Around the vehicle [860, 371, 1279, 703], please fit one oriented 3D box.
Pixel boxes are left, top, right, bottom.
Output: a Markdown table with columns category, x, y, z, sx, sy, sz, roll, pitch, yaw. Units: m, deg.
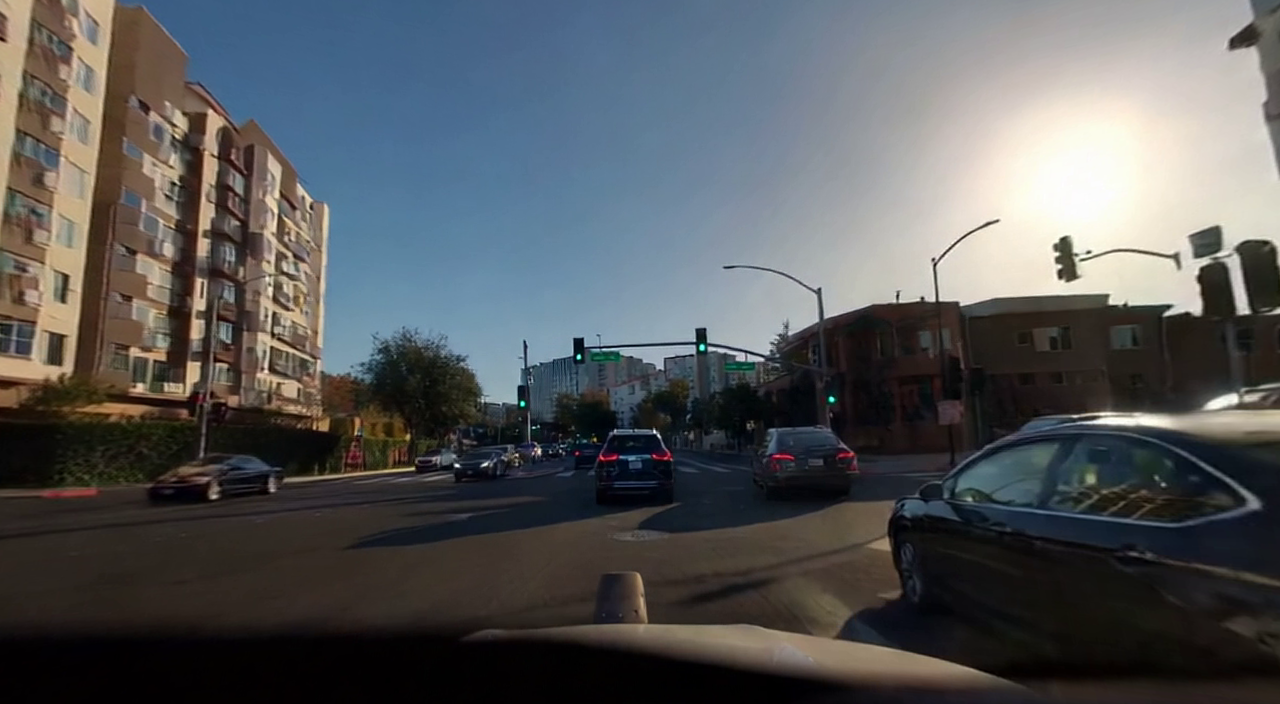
| category | x | y | z | sx | sy | sz | roll | pitch | yaw |
| --- | --- | --- | --- | --- | --- | --- | --- | --- | --- |
| vehicle | 3.171 | 1.157 | 4.174 | 1.906 | 1.608 | 4.137 | 0 | -8 | 0 |

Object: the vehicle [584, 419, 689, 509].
| category | x | y | z | sx | sy | sz | roll | pitch | yaw |
| --- | --- | --- | --- | --- | --- | --- | --- | --- | --- |
| vehicle | -0.029 | 2.753 | 16.009 | 2.206 | 1.858 | 5.332 | -1 | -8 | 1 |

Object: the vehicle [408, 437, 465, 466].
| category | x | y | z | sx | sy | sz | roll | pitch | yaw |
| --- | --- | --- | --- | --- | --- | --- | --- | --- | --- |
| vehicle | -13.034 | 6.366 | 40.777 | 1.964 | 1.712 | 5.236 | 0 | -8 | 0 |

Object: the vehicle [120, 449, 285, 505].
| category | x | y | z | sx | sy | sz | roll | pitch | yaw |
| --- | --- | --- | --- | --- | --- | --- | --- | --- | --- |
| vehicle | -13.288 | 3.778 | 19.613 | 1.943 | 1.487 | 4.472 | 0 | -8 | -1 |
